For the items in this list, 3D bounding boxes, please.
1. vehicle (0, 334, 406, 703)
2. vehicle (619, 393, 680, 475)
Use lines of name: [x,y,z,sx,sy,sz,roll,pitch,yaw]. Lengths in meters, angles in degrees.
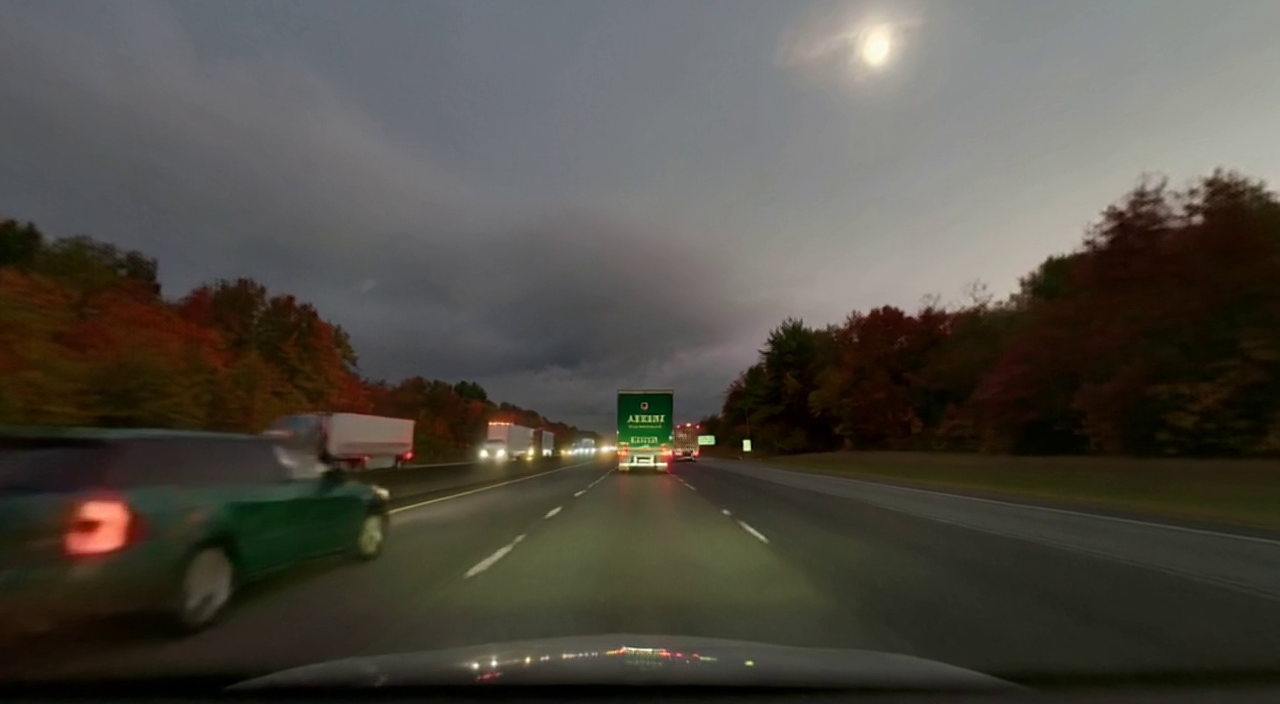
vehicle: [-3.734,1.117,4.782,2.097,1.711,4.594,0,-9,0]
vehicle: [0.465,4.892,36.679,3.057,4.073,10.792,0,-9,0]
